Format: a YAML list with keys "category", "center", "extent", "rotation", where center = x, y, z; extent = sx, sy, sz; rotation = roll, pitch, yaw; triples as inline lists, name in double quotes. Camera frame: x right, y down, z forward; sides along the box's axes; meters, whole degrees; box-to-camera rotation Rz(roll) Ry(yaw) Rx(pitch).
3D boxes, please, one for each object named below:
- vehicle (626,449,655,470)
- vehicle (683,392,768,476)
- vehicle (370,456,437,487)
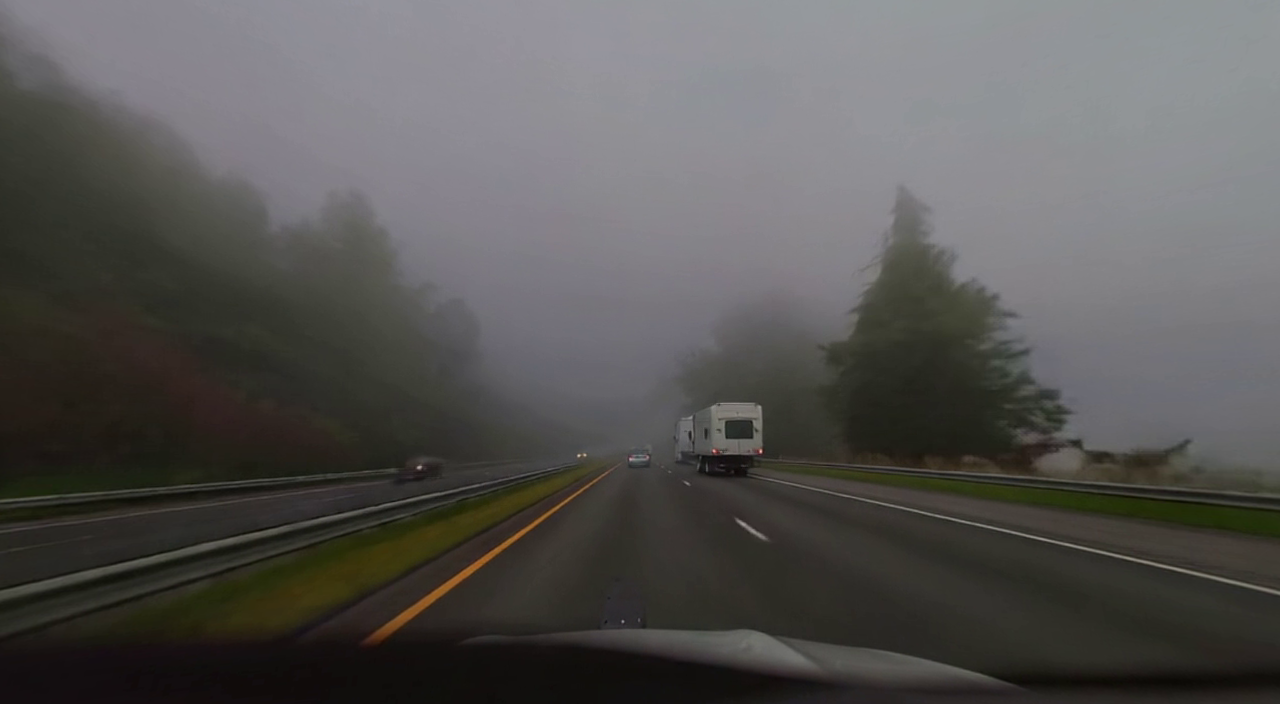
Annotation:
- category: "vehicle"
  center: [0.000, 7.335, 43.059]
  extent: [1.926, 1.386, 3.615]
  rotation: [0, -9, -1]
- category: "vehicle"
  center: [4.675, 5.133, 38.114]
  extent: [2.939, 4.129, 14.300]
  rotation: [0, -9, -1]
- category: "vehicle"
  center: [-12.598, 6.387, 33.888]
  extent: [1.897, 1.476, 4.243]
  rotation: [0, -9, 0]
